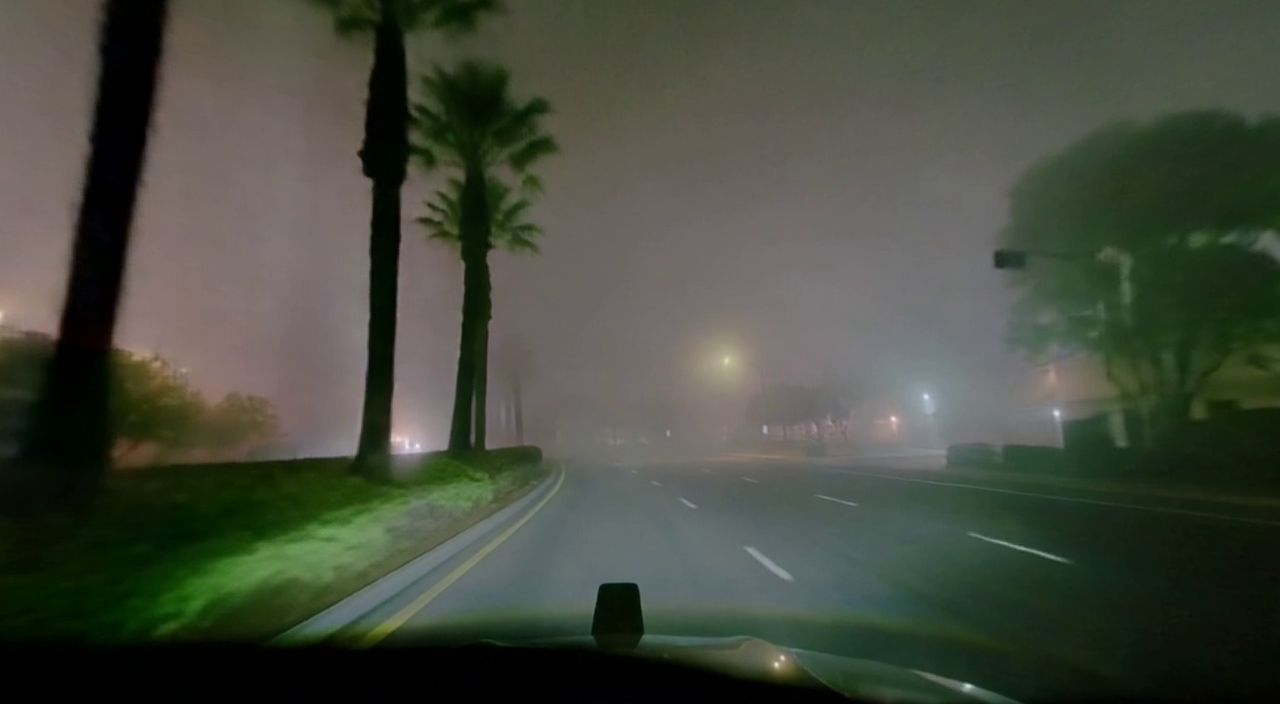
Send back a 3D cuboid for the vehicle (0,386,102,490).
[{"bbox_3d":[-12.152,1.448,10.604,2.111,1.793,4.783,0,-9,-2],"label":"vehicle"}]
